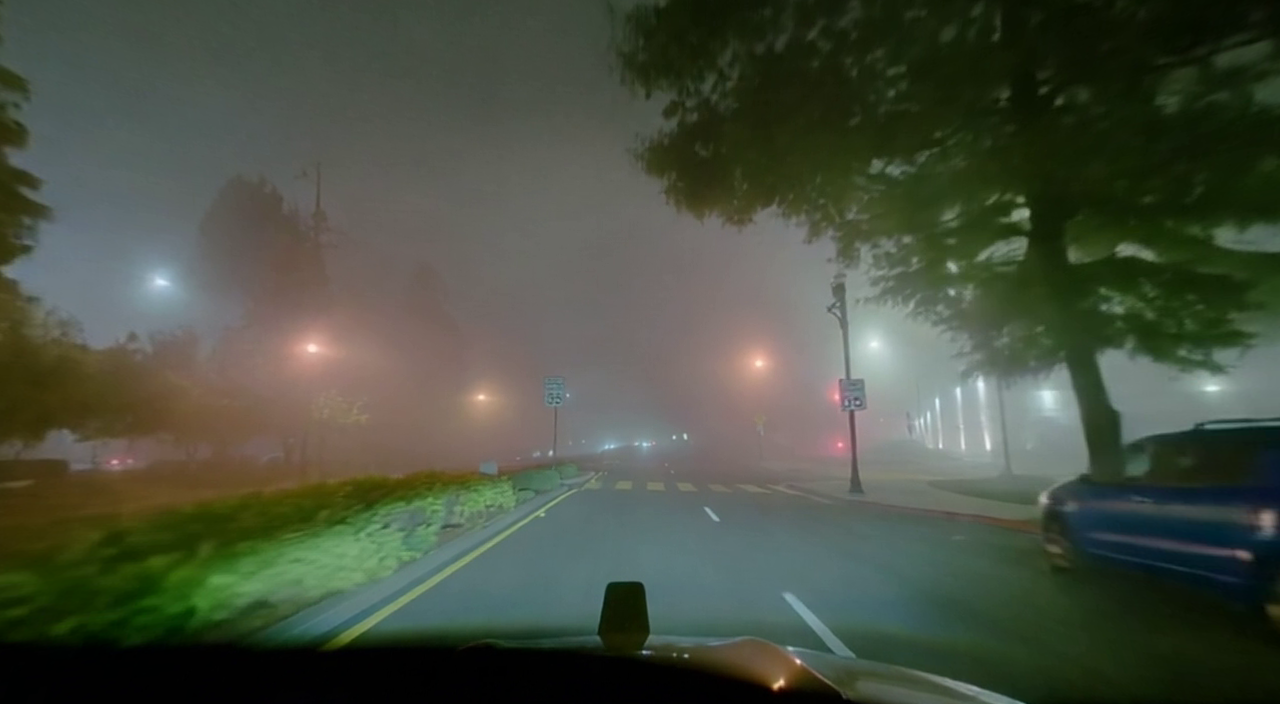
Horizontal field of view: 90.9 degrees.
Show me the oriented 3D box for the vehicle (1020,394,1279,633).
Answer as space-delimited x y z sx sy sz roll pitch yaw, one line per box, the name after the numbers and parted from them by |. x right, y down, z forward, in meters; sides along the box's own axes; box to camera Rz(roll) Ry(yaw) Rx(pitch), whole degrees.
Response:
5.992 1.334 5.467 2.104 1.826 5.301 0 -8 0 | vehicle
